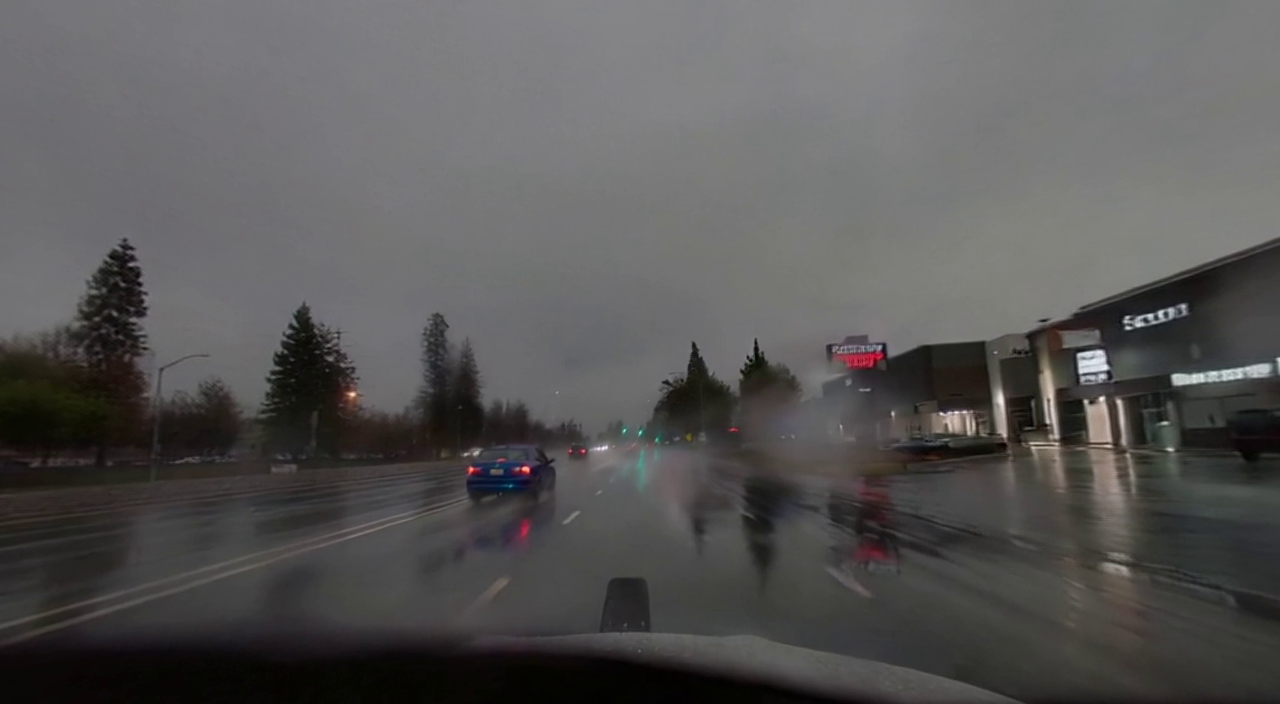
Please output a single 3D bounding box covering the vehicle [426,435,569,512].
[{"bbox_3d":[-3.031,2.698,14.487,2.152,1.479,4.394,0,-9,1],"label":"vehicle"}]
